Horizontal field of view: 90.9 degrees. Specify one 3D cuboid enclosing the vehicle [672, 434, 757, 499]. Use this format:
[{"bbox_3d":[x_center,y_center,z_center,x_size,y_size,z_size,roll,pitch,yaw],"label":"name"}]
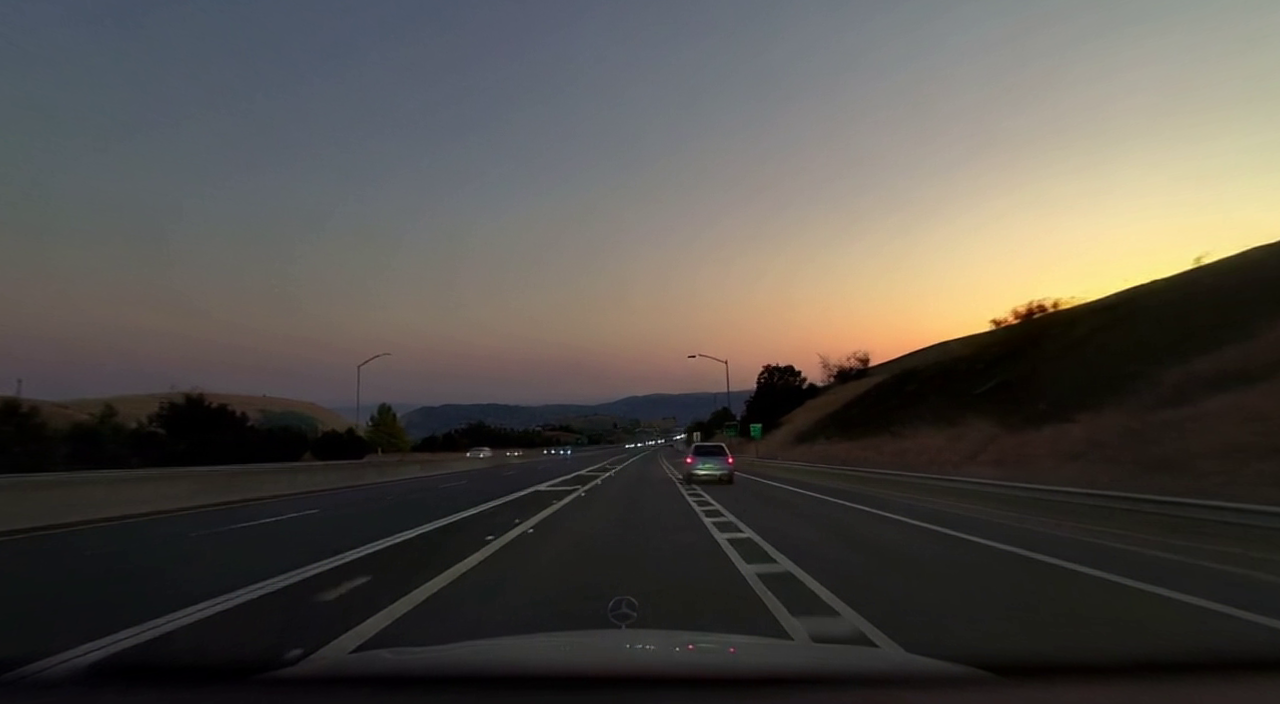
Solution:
[{"bbox_3d":[2.089,3.395,19.060,2.143,1.693,4.513,-1,-8,2],"label":"vehicle"}]
